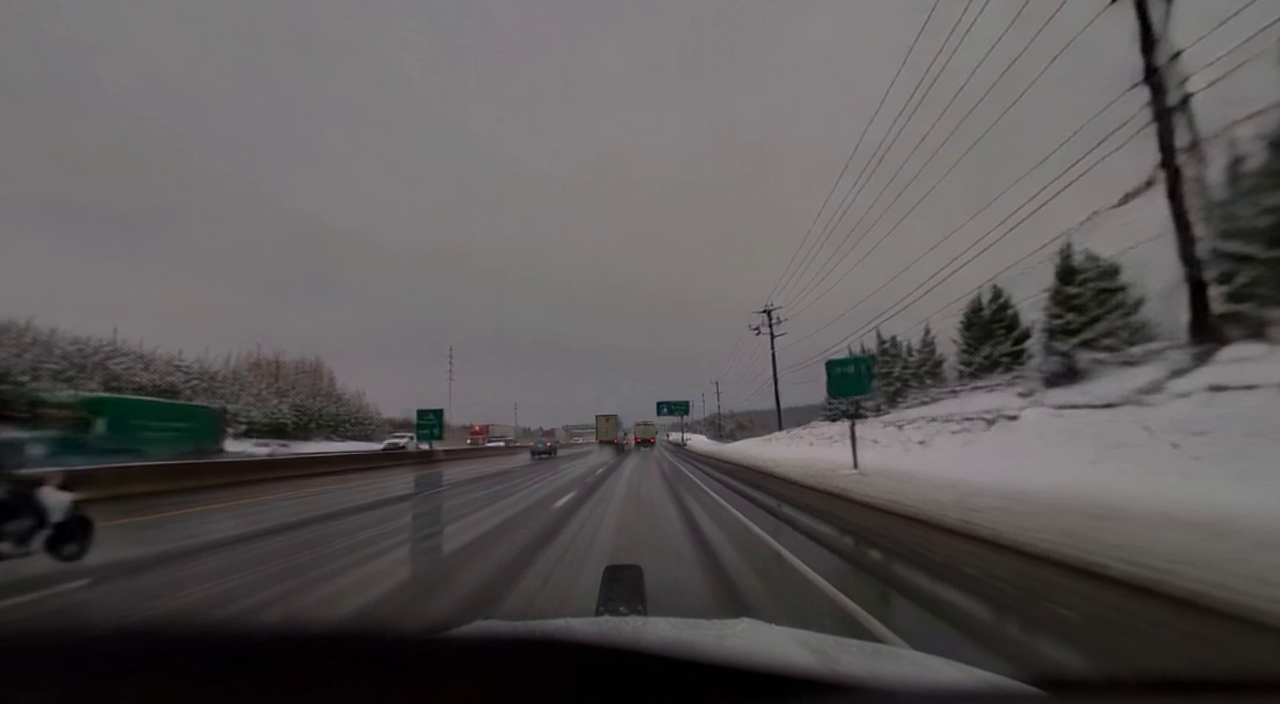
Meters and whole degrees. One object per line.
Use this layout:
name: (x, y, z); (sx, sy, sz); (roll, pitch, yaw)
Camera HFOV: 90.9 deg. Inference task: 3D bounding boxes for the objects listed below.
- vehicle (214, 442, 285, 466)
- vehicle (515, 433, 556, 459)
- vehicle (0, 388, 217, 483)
vehicle: (-25.817, 6.745, 41.889); (1.863, 1.488, 4.434); (0, -8, 0)
vehicle: (-7.601, 6.885, 46.298); (2.192, 1.762, 4.559); (0, -8, 1)
vehicle: (-21.252, 3.434, 25.703); (2.768, 3.286, 7.386); (0, -8, 1)
